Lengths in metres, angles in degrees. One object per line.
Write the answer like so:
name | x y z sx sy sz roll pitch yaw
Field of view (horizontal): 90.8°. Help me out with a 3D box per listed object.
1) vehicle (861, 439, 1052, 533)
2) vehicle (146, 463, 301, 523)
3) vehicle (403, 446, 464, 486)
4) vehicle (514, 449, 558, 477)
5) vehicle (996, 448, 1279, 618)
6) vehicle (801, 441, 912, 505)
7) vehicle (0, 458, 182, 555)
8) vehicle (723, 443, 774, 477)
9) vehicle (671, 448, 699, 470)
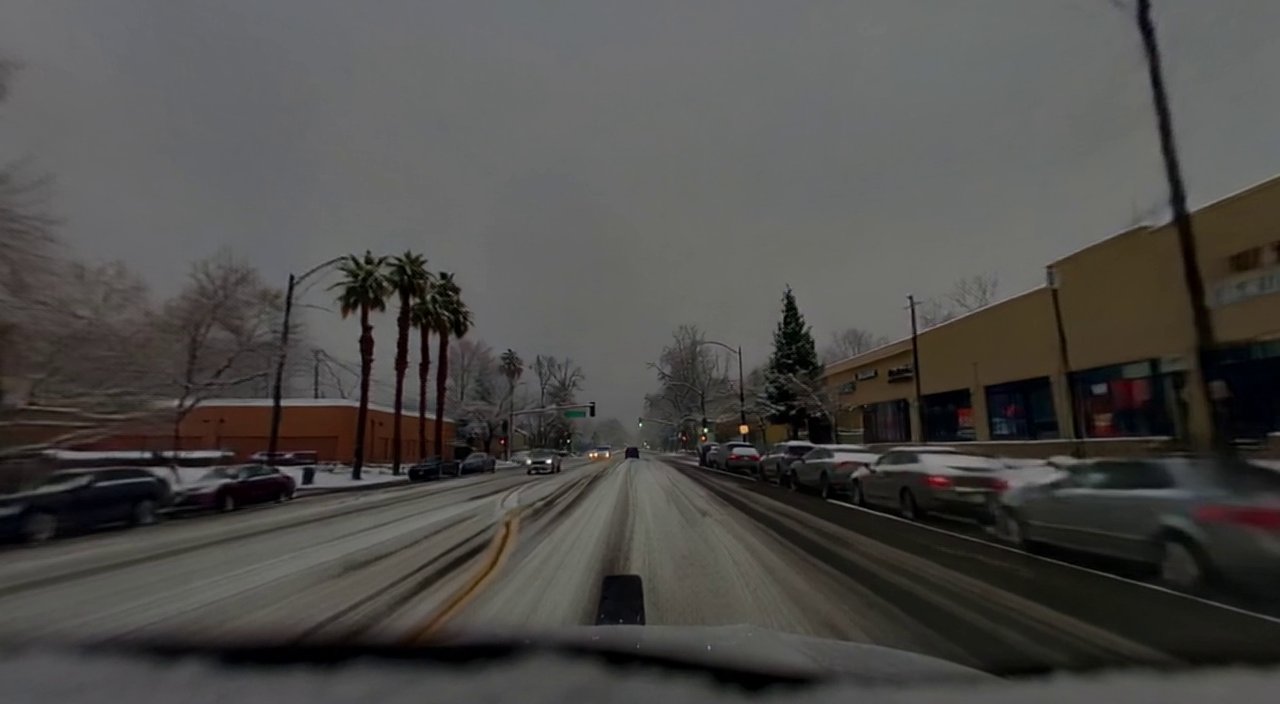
vehicle | 6.577 2.788 13.809 1.861 1.695 4.283 0 -9 -1
vehicle | -12.649 4.275 19.629 1.838 1.515 4.432 0 -9 -1
vehicle | -12.510 7.052 38.606 2.217 1.976 4.738 -1 -15 -2
vehicle | -6.201 6.654 38.149 2.010 1.538 3.871 0 -9 0
vehicle | 6.650 1.947 7.728 1.831 1.504 4.498 0 -9 -2
vehicle | 6.568 3.697 19.753 1.846 1.739 4.525 0 -9 0
vehicle | -12.655 3.296 13.500 1.975 1.570 5.265 -8 -7 -3
vehicle | 6.560 6.591 38.841 2.128 1.887 5.602 0 -9 0
vehicle | 3.239 7.798 46.107 1.896 1.501 3.625 0 -9 1
